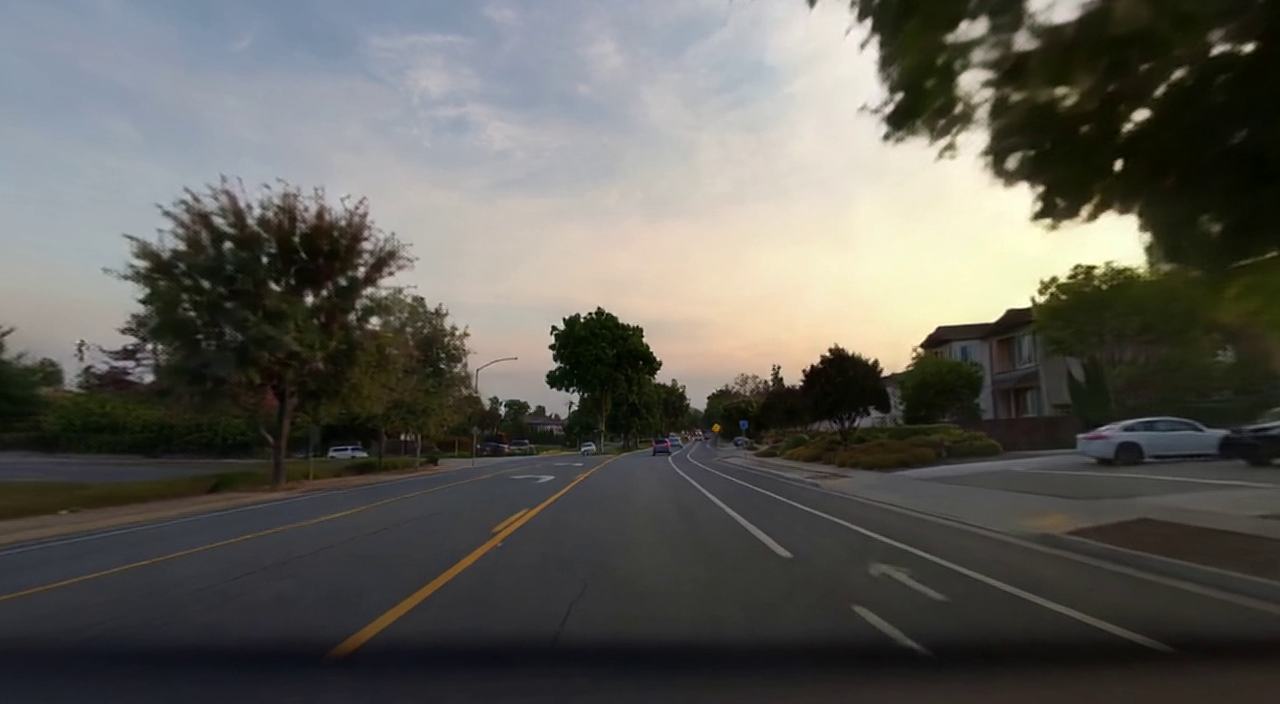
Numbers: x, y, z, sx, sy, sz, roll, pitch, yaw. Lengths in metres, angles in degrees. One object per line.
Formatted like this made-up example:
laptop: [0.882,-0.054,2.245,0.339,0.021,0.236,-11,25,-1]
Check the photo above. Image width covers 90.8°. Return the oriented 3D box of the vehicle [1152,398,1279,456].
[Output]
vehicle: [19.860,2.499,21.009,1.924,1.703,4.254,-4,-9,-1]
